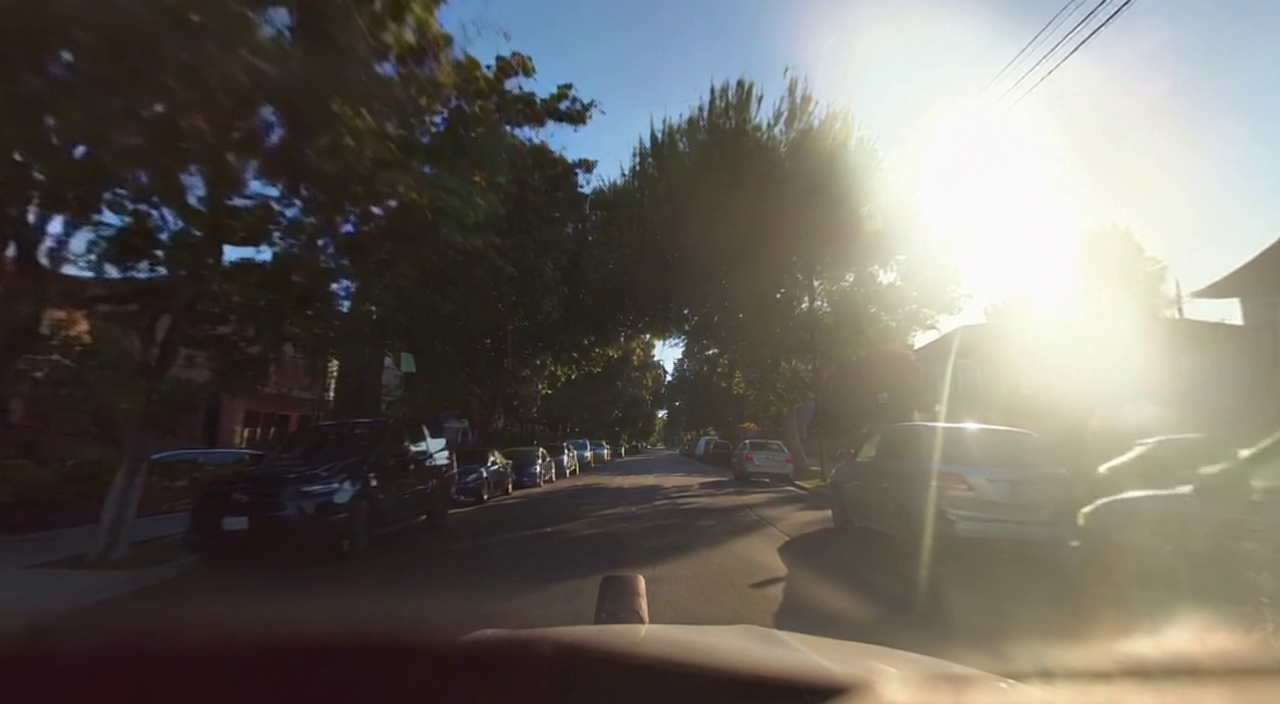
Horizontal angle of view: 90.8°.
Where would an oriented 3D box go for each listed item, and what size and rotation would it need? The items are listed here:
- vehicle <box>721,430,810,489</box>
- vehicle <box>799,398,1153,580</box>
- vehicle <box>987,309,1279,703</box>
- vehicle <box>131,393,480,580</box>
[{"bbox_3d":[4.480,3.925,23.407,2.306,1.901,4.908,0,-8,0],"label":"vehicle"},{"bbox_3d":[4.071,1.764,9.010,2.214,1.830,4.997,0,-8,-1],"label":"vehicle"},{"bbox_3d":[3.923,0.704,2.324,1.995,1.944,5.400,0,-8,-3],"label":"vehicle"},{"bbox_3d":[-4.562,1.952,10.066,2.461,2.145,5.415,-1,-8,1],"label":"vehicle"}]
